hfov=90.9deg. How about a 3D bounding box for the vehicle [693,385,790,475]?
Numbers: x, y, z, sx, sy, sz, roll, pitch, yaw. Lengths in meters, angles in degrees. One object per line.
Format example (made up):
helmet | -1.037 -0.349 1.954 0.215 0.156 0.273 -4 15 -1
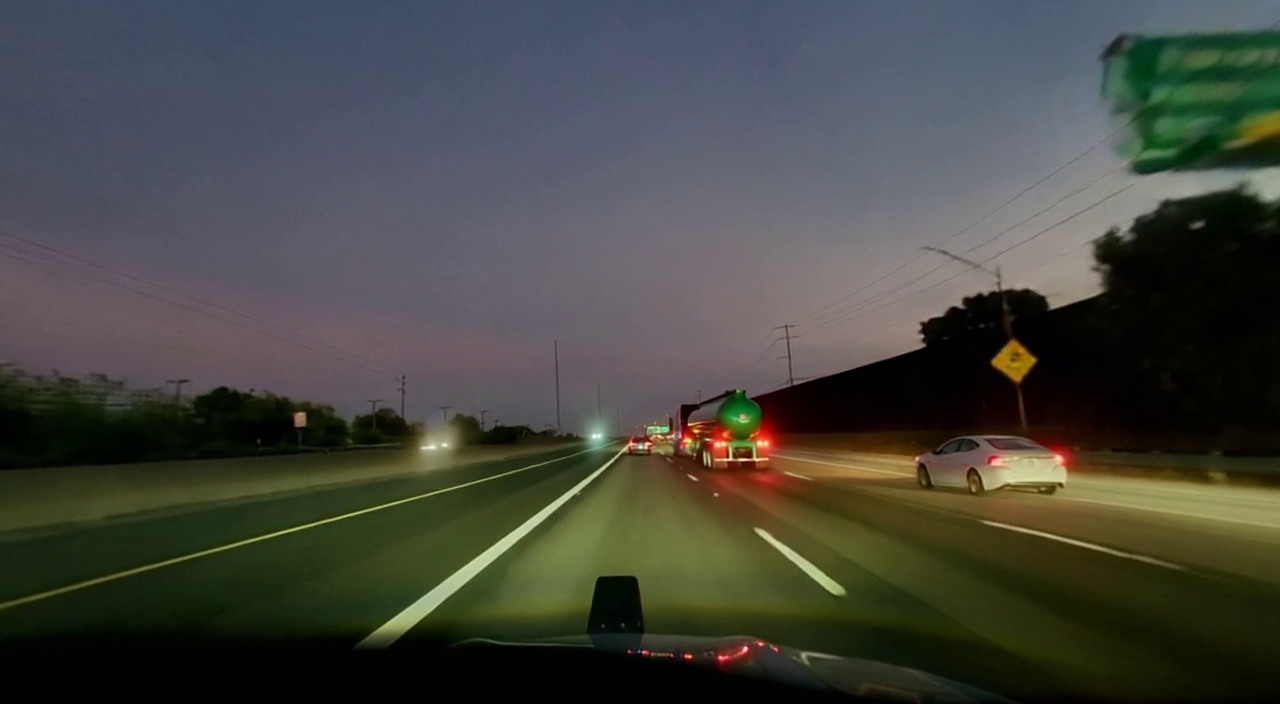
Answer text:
vehicle | 3.940 3.350 26.471 2.791 3.179 8.074 0 -8 1

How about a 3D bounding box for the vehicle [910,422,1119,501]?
vehicle | 8.110 2.422 14.319 1.905 1.480 4.624 0 -8 0
